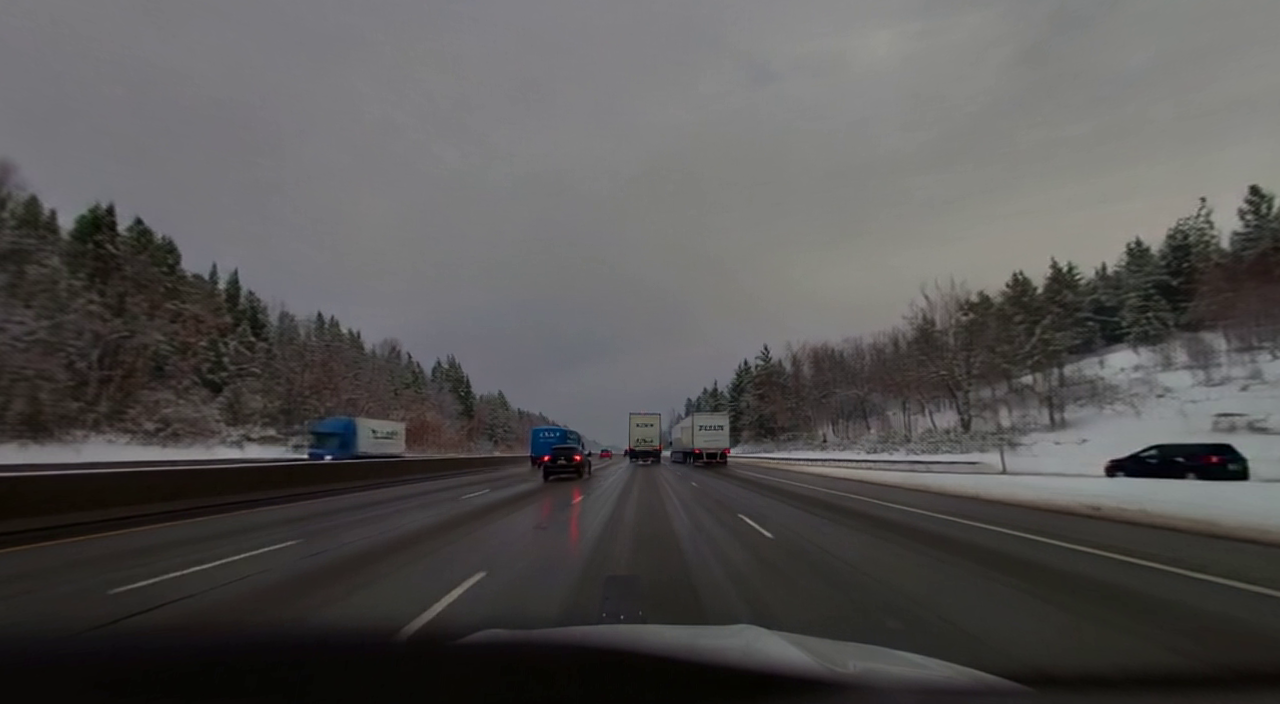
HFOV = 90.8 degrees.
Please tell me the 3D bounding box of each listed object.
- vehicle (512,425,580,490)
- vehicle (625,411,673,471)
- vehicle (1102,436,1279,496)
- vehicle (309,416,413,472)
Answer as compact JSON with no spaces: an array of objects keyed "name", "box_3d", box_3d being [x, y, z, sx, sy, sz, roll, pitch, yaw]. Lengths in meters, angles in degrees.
[{"name":"vehicle","box_3d":[-3.426,3.921,23.692,2.033,2.234,3.490,0,-9,0]},{"name":"vehicle","box_3d":[0.541,6.861,48.114,3.201,4.019,10.918,0,-9,-1]},{"name":"vehicle","box_3d":[17.966,3.595,20.202,2.108,1.659,4.515,4,-10,-27]},{"name":"vehicle","box_3d":[-20.281,6.850,46.774,3.281,3.717,9.377,0,-9,1]}]
